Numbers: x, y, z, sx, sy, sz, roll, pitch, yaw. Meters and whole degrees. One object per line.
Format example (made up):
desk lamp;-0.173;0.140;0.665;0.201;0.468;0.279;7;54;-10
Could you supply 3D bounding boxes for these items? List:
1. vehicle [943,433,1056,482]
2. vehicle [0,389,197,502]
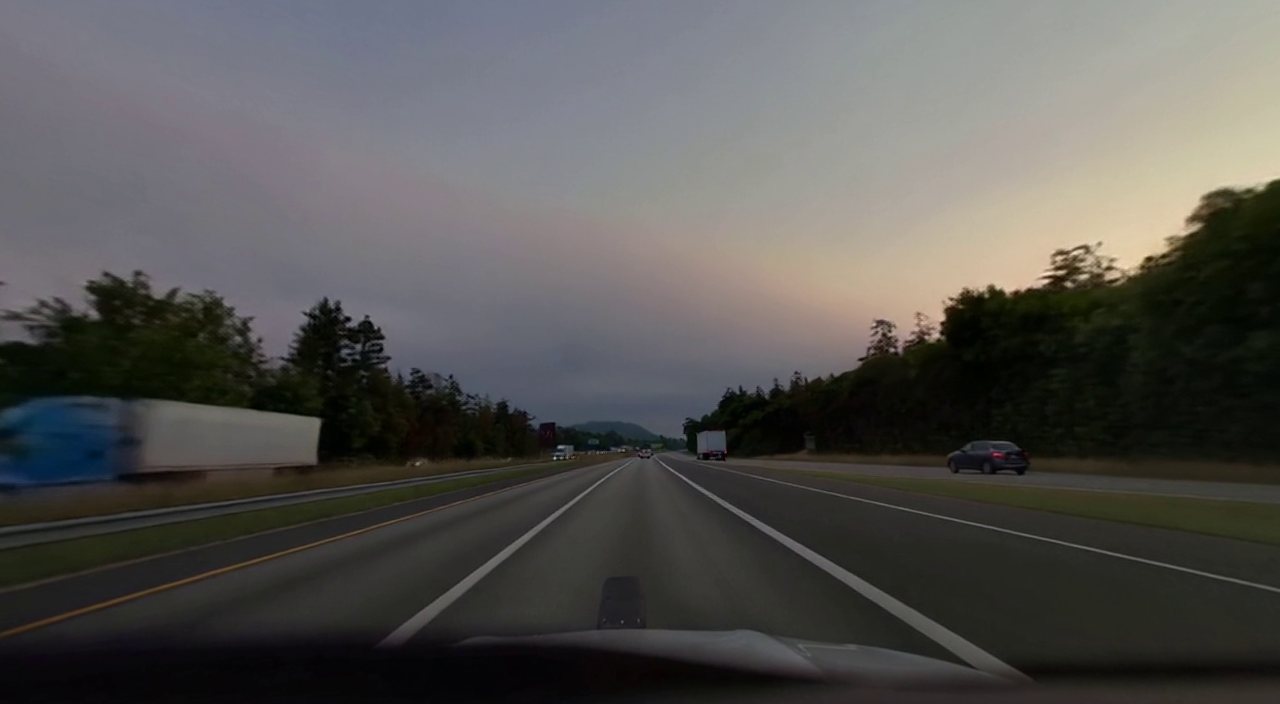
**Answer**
vehicle;14.366;4.240;25.471;2.038;1.823;3.744;1;-9;-6
vehicle;-20.621;3.563;24.011;2.929;3.767;5.935;0;-9;0
